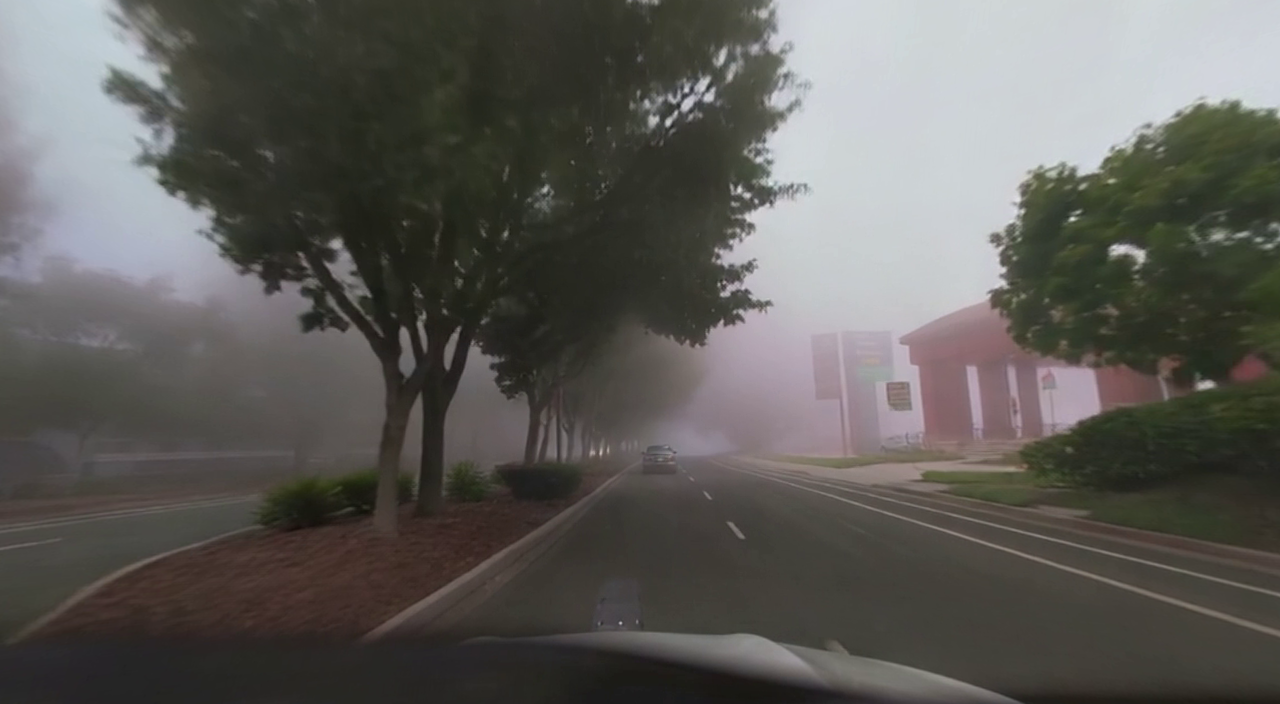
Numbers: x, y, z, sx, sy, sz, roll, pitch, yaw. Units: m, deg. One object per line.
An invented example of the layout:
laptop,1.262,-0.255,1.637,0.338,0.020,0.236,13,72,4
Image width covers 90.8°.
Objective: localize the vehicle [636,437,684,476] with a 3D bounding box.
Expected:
vehicle,0.971,4.988,30.354,2.123,1.703,4.292,-1,-8,2
